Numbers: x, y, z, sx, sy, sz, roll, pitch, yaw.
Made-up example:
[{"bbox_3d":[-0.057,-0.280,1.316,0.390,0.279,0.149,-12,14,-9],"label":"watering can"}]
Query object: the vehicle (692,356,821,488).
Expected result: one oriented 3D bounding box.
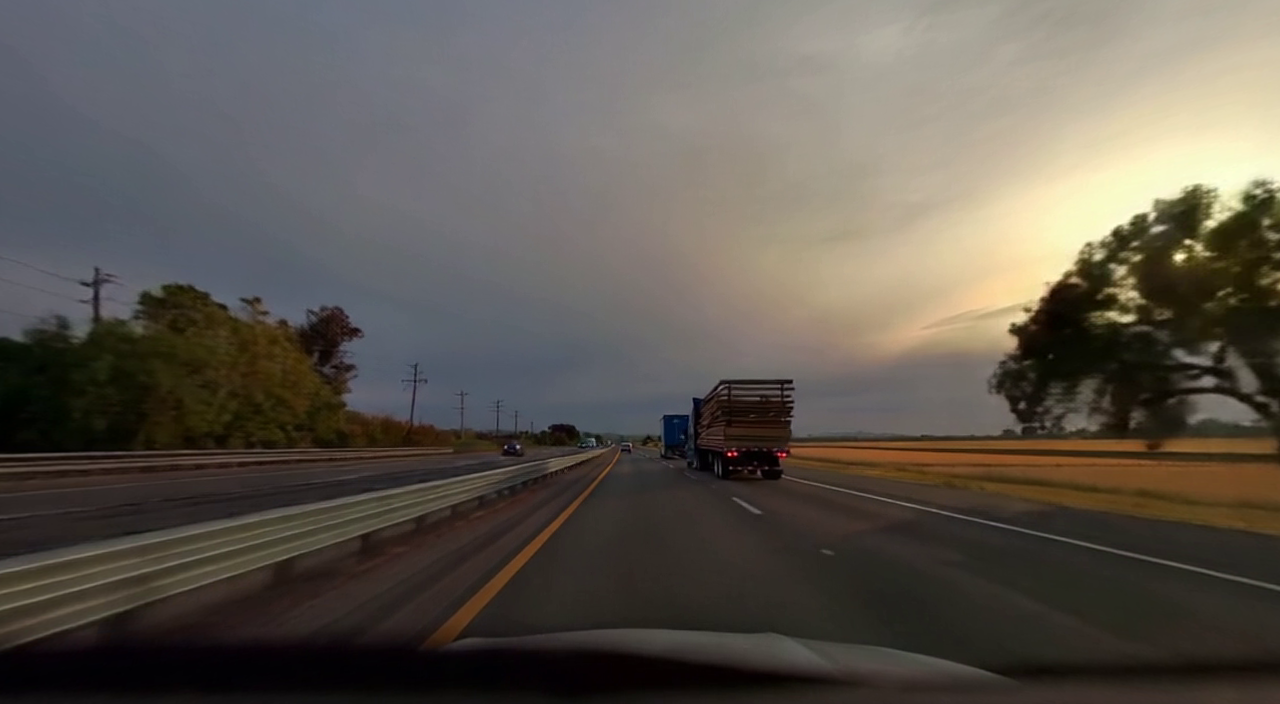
[{"bbox_3d":[4.175,3.107,26.363,3.024,4.065,13.796,-1,-8,1],"label":"vehicle"}]
